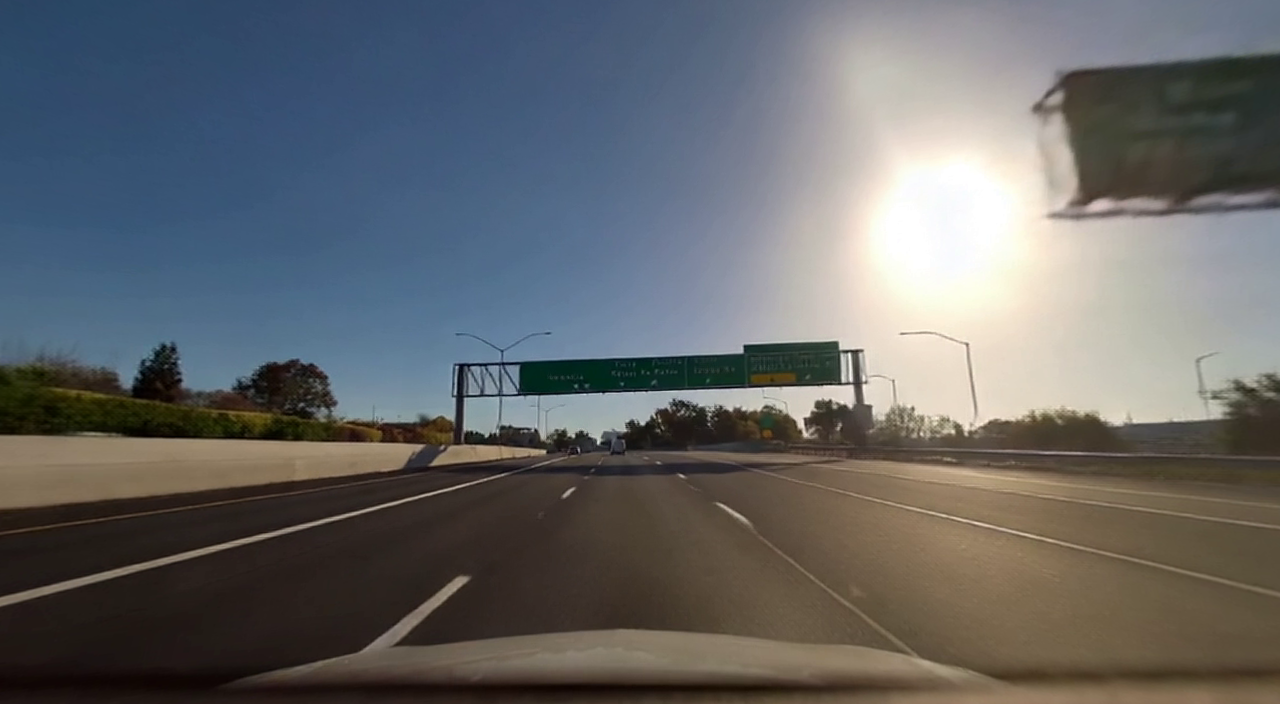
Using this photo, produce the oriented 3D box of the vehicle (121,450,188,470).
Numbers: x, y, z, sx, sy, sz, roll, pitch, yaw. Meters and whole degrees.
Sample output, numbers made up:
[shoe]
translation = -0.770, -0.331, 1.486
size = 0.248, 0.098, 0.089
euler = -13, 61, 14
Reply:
[vehicle]
translation = -37.970, 8.442, 49.584
size = 1.790, 1.451, 4.558
euler = 0, -9, -2
